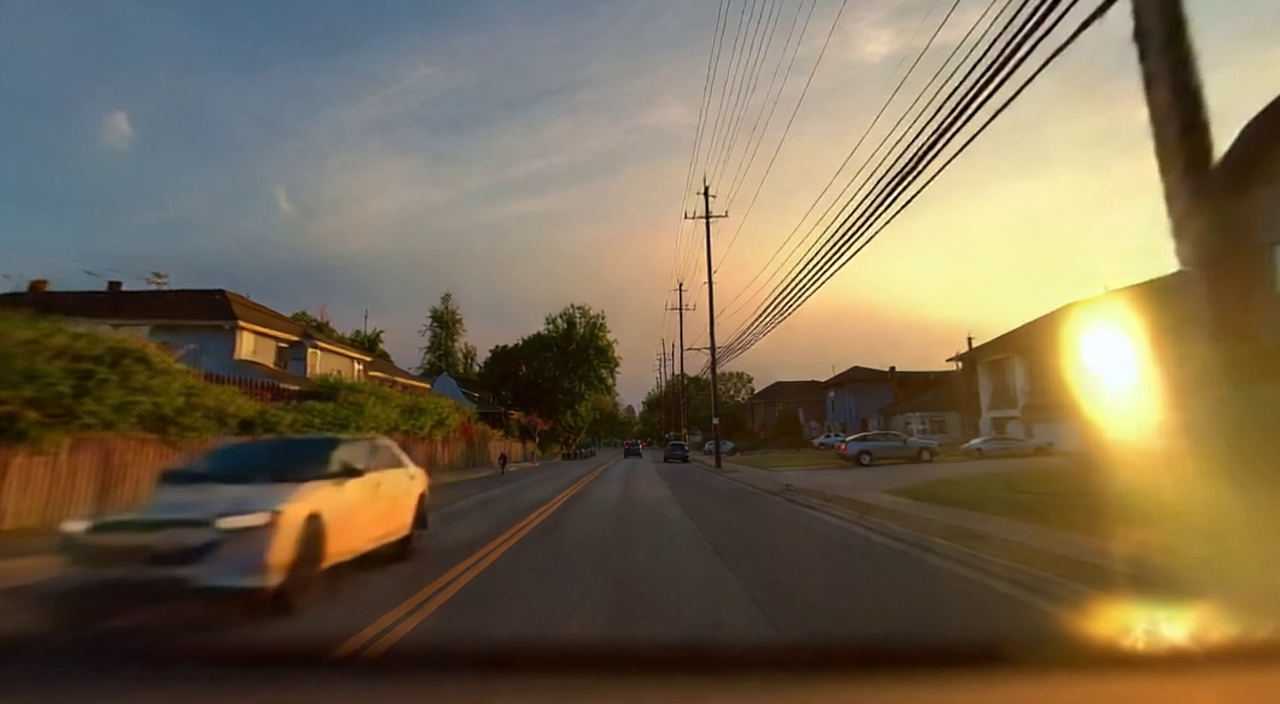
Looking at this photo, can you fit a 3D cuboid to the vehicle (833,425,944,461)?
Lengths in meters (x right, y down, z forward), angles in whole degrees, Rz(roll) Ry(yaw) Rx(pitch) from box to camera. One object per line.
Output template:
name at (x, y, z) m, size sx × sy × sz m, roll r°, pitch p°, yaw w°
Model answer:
vehicle at (12.545, 4.626, 32.155) m, size 4.701 × 1.745 × 2.083 m, roll -1°, pitch -8°, yaw 2°

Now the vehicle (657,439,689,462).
vehicle at (2.502, 7.558, 48.678) m, size 2.108 × 1.710 × 4.499 m, roll 0°, pitch -8°, yaw -2°

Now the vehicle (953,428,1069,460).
vehicle at (18.783, 4.672, 32.164) m, size 4.558 × 1.554 × 1.990 m, roll 0°, pitch -9°, yaw 4°

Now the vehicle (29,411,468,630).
vehicle at (-3.613, 1.615, 7.104) m, size 2.146 × 1.657 × 4.351 m, roll 0°, pitch -8°, yaw 0°
